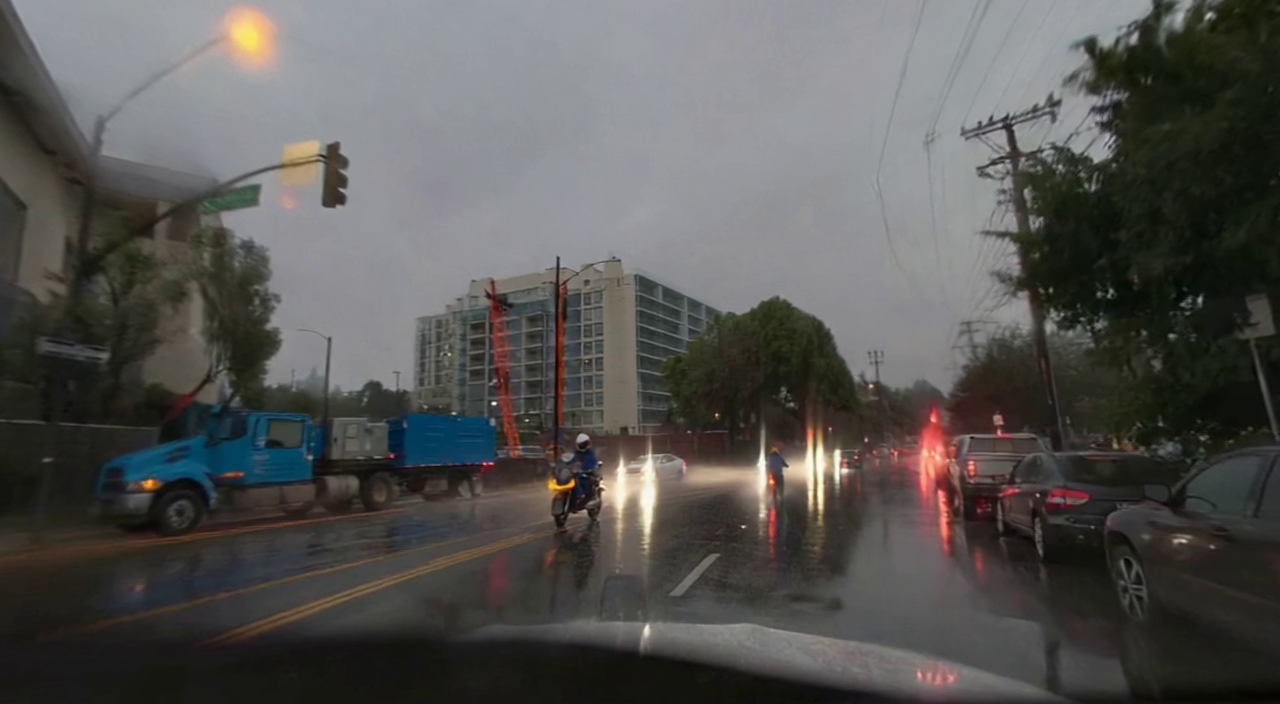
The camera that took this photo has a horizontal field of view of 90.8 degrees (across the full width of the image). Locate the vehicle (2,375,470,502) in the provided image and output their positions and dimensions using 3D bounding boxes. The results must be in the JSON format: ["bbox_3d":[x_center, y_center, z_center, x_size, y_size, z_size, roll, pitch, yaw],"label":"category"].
[{"bbox_3d":[-13.679,3.685,25.654,3.442,3.445,16.952,-4,-10,22],"label":"vehicle"}]

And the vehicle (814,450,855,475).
[{"bbox_3d":[13.613,7.693,44.074,1.925,1.602,4.090,-4,-10,27],"label":"vehicle"}]

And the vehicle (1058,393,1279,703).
[{"bbox_3d":[4.267,1.121,3.410,2.077,1.685,4.493,-2,-9,17],"label":"vehicle"}]
